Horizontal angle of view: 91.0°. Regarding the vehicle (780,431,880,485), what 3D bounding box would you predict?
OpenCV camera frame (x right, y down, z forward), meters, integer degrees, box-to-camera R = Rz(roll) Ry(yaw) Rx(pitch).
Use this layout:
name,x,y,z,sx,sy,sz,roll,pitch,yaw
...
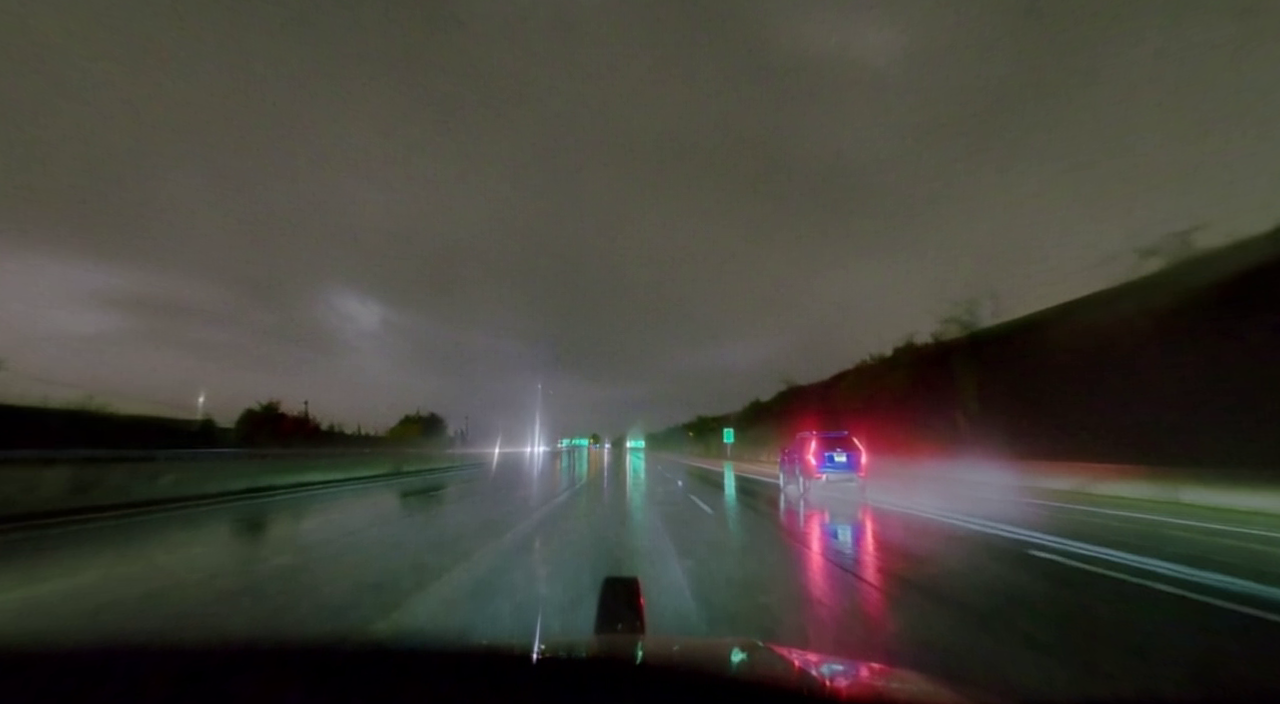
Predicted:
name,x,y,z,sx,sy,sz,roll,pitch,yaw
vehicle,6.632,3.762,22.565,2.091,1.711,4.383,0,-9,-1
